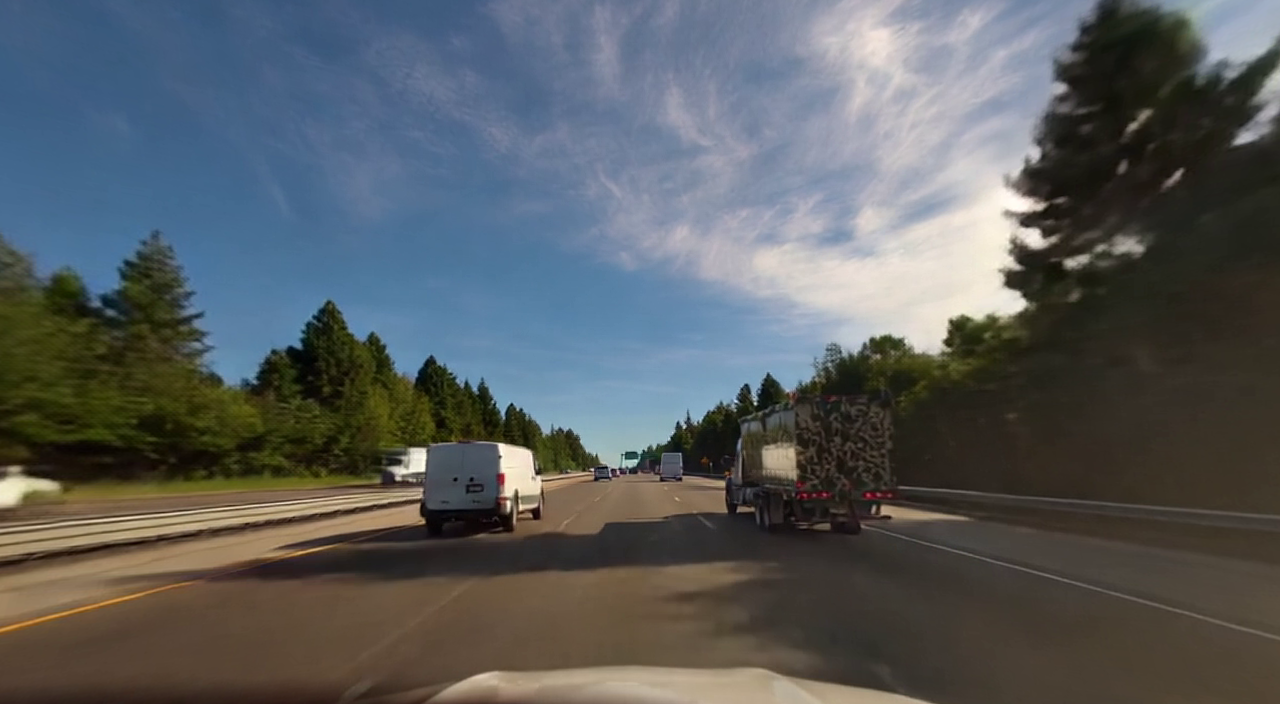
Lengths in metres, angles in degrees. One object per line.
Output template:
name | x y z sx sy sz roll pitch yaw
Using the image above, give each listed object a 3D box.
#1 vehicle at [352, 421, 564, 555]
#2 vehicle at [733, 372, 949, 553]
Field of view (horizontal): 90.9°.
vehicle | -3.007 2.476 11.942 2.378 1.930 5.086 1 -10 1
vehicle | 3.744 2.307 13.192 2.703 2.988 5.097 1 -10 -1
